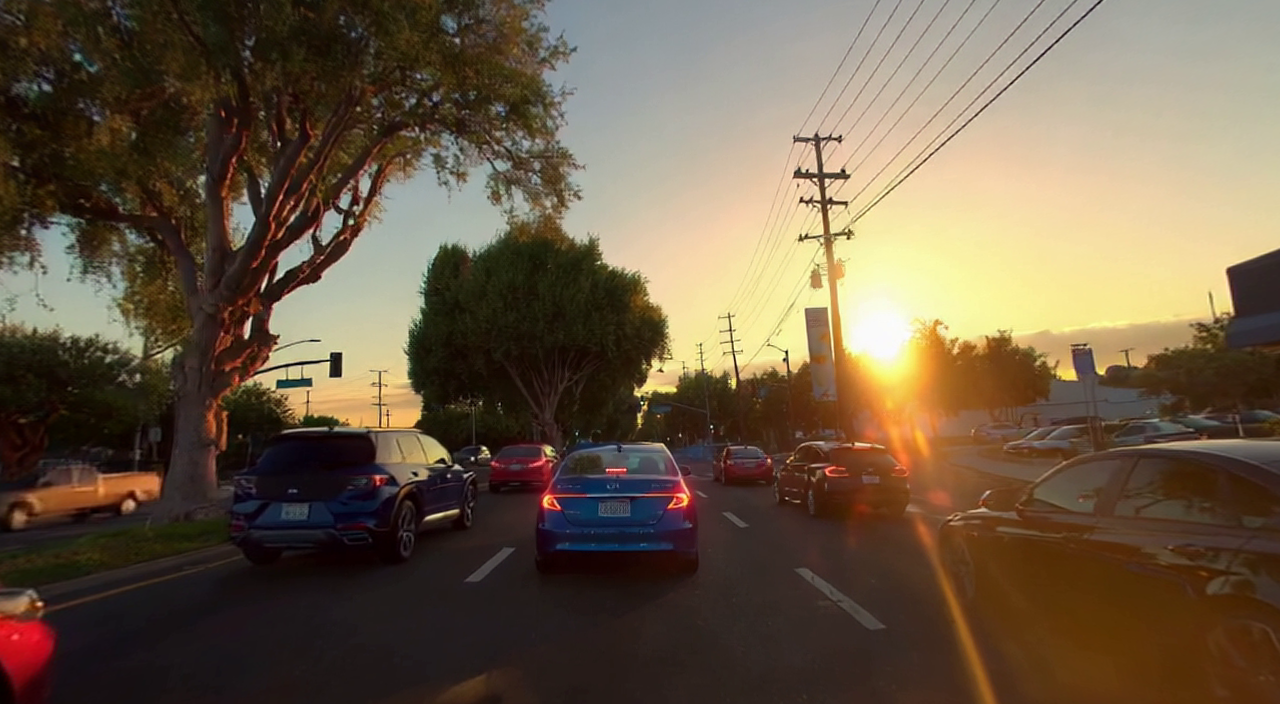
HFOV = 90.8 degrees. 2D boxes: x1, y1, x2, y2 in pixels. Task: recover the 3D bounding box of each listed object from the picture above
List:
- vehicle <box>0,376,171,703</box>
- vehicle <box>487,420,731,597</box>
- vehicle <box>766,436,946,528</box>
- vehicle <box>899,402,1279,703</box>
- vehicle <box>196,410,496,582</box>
[{"bbox_3d":[-2.839,0.574,0.146,1.984,1.496,4.530,0,-9,0],"label":"vehicle"},{"bbox_3d":[-0.315,1.636,7.416,2.097,1.511,3.809,0,-9,-2],"label":"vehicle"},{"bbox_3d":[3.933,2.428,12.424,1.909,1.473,4.361,0,-9,-1],"label":"vehicle"},{"bbox_3d":[3.664,1.189,4.184,1.929,1.479,4.723,0,-9,1],"label":"vehicle"},{"bbox_3d":[-3.419,1.750,8.485,1.979,1.697,4.254,0,-9,0],"label":"vehicle"}]
